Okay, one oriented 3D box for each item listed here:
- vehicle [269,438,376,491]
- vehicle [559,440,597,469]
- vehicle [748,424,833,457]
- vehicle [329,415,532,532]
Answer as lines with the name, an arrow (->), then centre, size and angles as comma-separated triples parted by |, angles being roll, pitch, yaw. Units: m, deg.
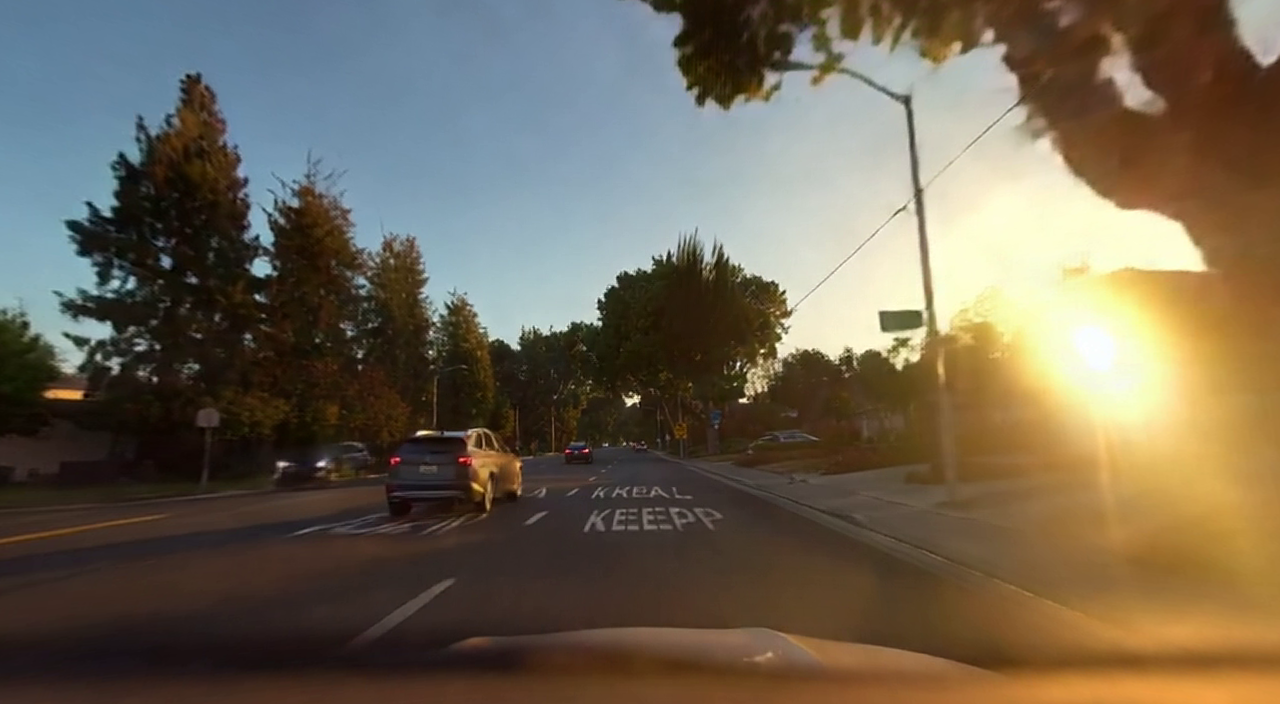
vehicle -> -12.162, 4.315, 24.513 | 1.968, 1.799, 4.377 | -2, -8, -2
vehicle -> -3.428, 5.764, 35.436 | 1.802, 1.528, 3.490 | 0, -8, 0
vehicle -> 9.674, 5.701, 40.678 | 4.944, 2.023, 1.973 | 0, -8, -1
vehicle -> -3.586, 2.183, 11.900 | 2.190, 1.766, 4.394 | 0, -8, 2
